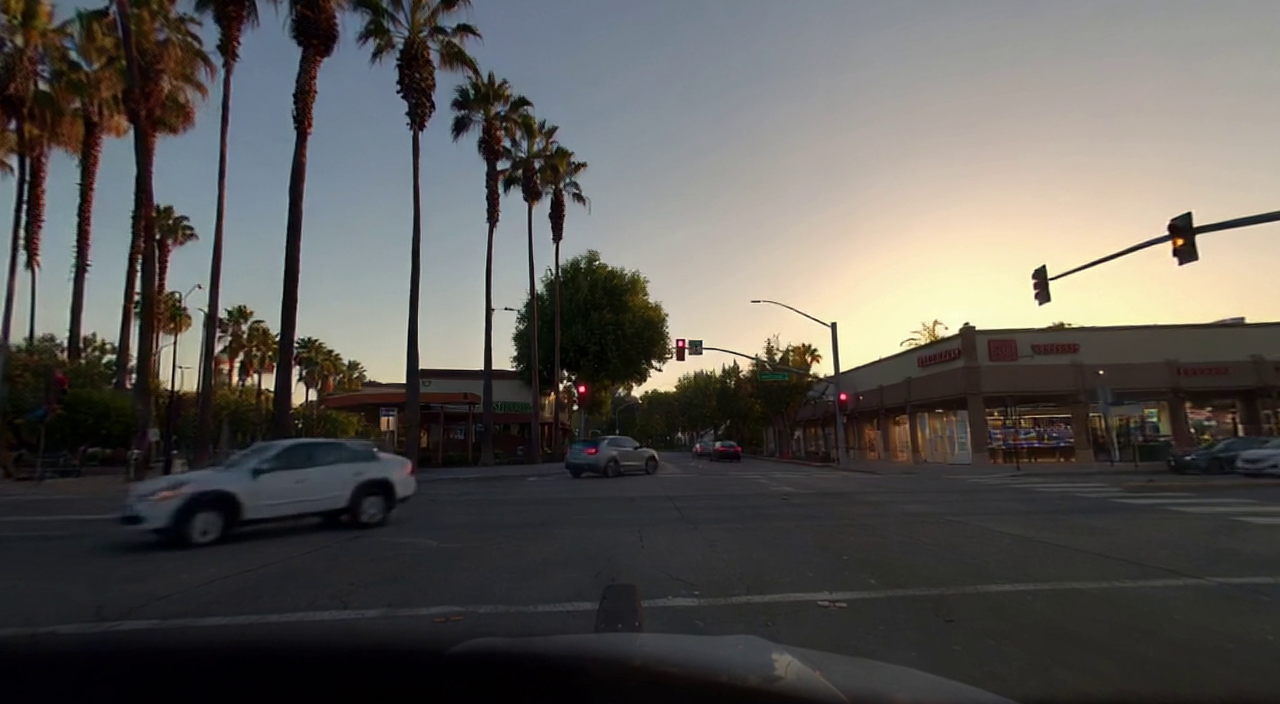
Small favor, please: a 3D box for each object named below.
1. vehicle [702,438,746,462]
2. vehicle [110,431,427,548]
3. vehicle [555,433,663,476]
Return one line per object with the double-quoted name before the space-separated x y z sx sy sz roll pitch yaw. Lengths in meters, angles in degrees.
"vehicle" 5.734 6.763 43.420 1.890 1.572 3.826 2 -9 -11
"vehicle" -5.871 2.121 10.424 1.828 1.512 4.035 -6 -11 37
"vehicle" -1.206 4.303 26.637 1.999 1.653 4.603 -7 -11 39
